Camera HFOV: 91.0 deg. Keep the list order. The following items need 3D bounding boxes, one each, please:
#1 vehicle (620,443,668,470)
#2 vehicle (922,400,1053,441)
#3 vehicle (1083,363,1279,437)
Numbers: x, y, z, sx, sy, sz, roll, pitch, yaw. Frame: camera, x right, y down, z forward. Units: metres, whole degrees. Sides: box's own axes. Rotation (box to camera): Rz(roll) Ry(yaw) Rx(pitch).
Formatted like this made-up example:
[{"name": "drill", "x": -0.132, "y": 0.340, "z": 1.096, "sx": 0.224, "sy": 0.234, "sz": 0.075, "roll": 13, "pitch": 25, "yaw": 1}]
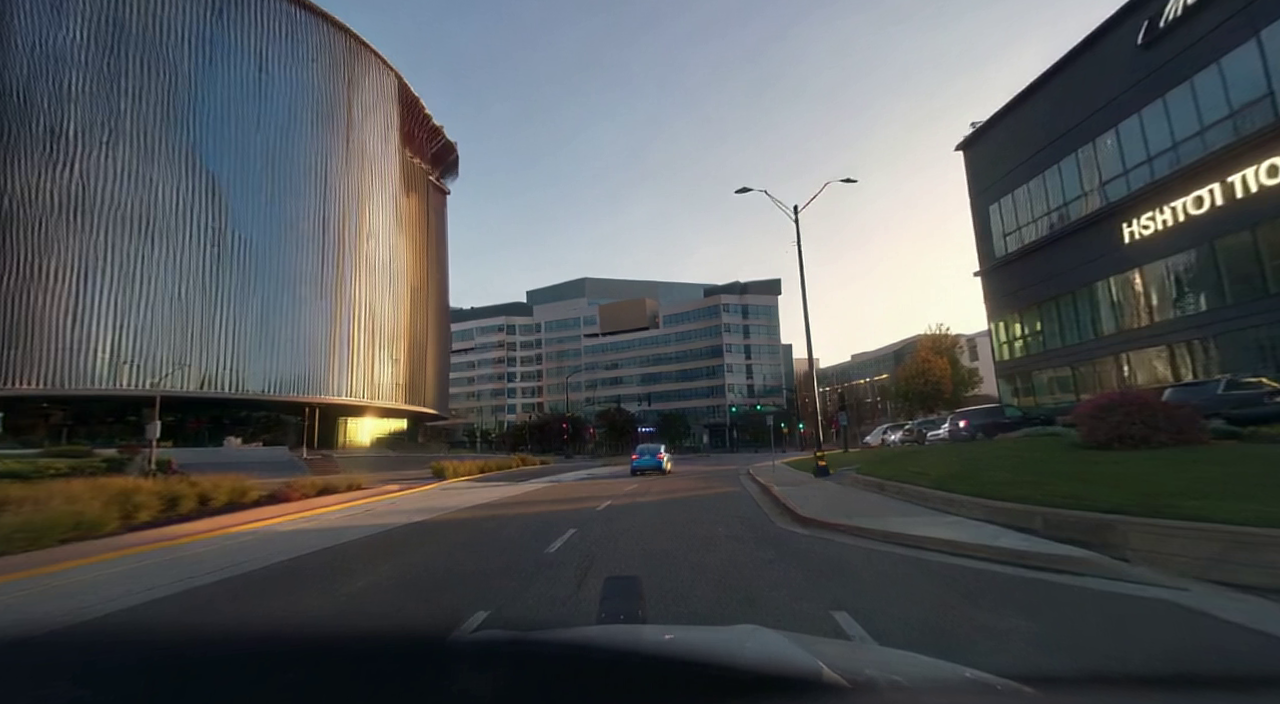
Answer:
[{"name": "vehicle", "x": 0.303, "y": 6.056, "z": 36.715, "sx": 1.971, "sy": 1.486, "sz": 4.380, "roll": -2, "pitch": -9, "yaw": 11}, {"name": "vehicle", "x": 15.352, "y": 3.081, "z": 28.040, "sx": 4.586, "sy": 1.716, "sz": 1.992, "roll": -1, "pitch": -9, "yaw": 6}, {"name": "vehicle", "x": 13.821, "y": 1.189, "z": 15.311, "sx": 4.493, "sy": 1.510, "sz": 1.860, "roll": -3, "pitch": -9, "yaw": 6}]
